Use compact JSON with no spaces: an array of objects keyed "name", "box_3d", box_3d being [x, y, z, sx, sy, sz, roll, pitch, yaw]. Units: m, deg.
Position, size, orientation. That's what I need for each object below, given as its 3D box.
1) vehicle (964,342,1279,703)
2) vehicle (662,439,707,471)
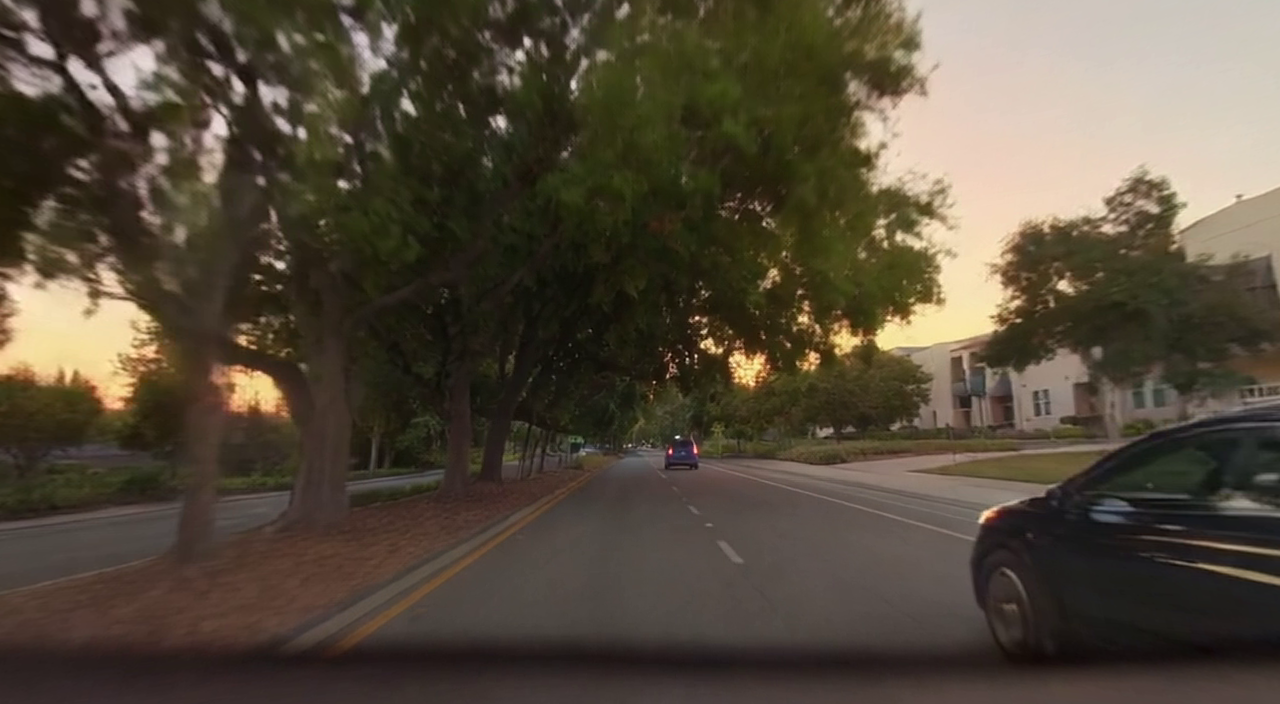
[{"name":"vehicle","box_3d":[3.245,0.738,1.934,2.066,1.603,4.475,0,-9,-1]},{"name":"vehicle","box_3d":[2.436,5.833,35.924,2.164,1.725,4.285,0,-9,-1]}]
